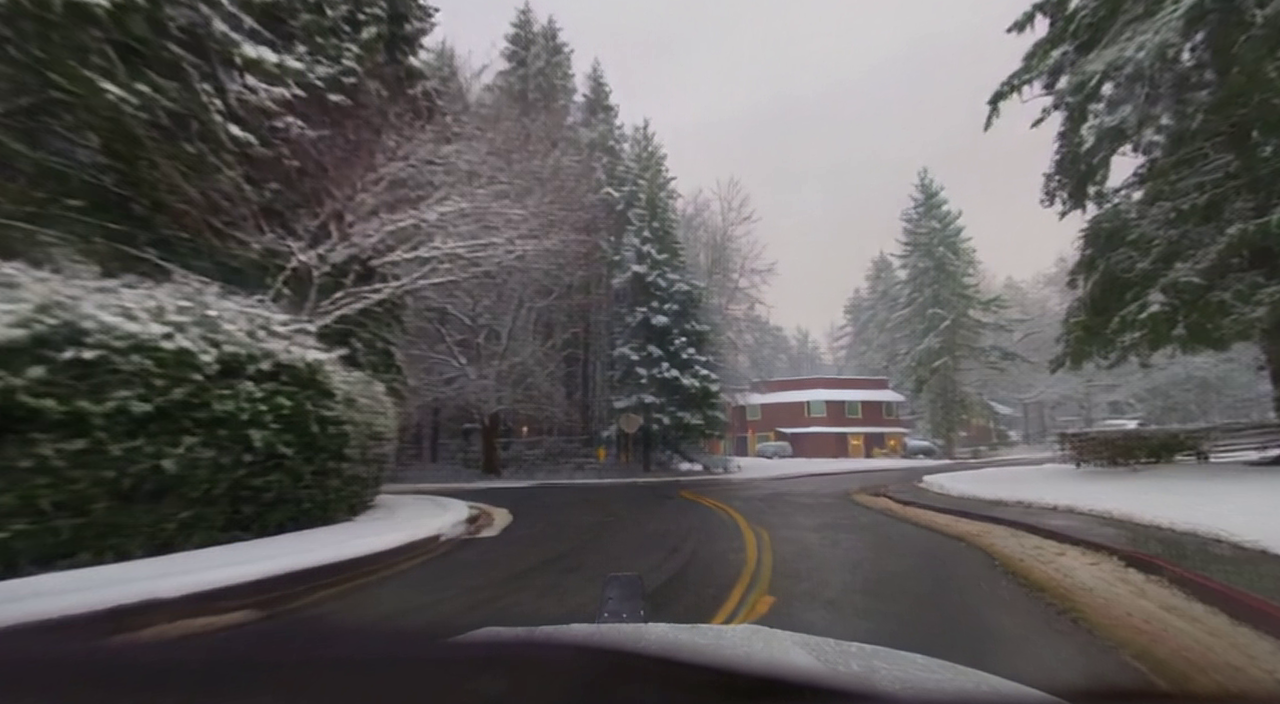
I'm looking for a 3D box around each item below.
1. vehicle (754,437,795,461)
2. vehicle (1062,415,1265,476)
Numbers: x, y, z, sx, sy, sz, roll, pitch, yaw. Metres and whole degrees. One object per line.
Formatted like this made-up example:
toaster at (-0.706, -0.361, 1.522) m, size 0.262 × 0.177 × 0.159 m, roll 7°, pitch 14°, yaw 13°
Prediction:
vehicle at (9.487, 6.846, 44.693) m, size 1.802 × 1.548 × 3.501 m, roll 3°, pitch -8°, yaw -7°
vehicle at (16.791, 3.071, 20.673) m, size 2.023 × 1.756 × 4.799 m, roll 2°, pitch -9°, yaw -10°
